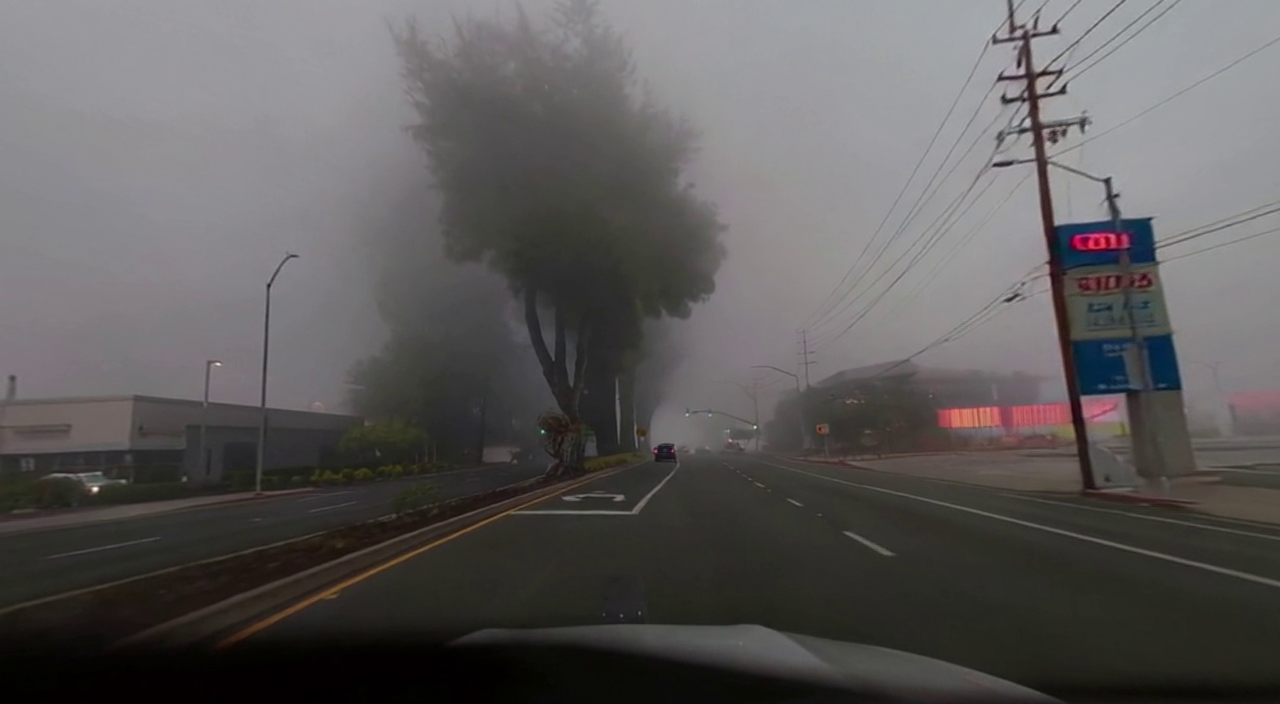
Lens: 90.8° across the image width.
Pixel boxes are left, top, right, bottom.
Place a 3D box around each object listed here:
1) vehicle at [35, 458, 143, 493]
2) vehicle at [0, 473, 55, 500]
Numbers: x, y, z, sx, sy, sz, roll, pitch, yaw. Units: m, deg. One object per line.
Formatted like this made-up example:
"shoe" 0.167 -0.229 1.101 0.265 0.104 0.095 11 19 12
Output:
"vehicle" -30.847 6.907 35.470 4.137 1.733 2.016 2 -10 3
"vehicle" -42.973 9.061 42.569 2.035 1.594 4.977 -1 -8 5
